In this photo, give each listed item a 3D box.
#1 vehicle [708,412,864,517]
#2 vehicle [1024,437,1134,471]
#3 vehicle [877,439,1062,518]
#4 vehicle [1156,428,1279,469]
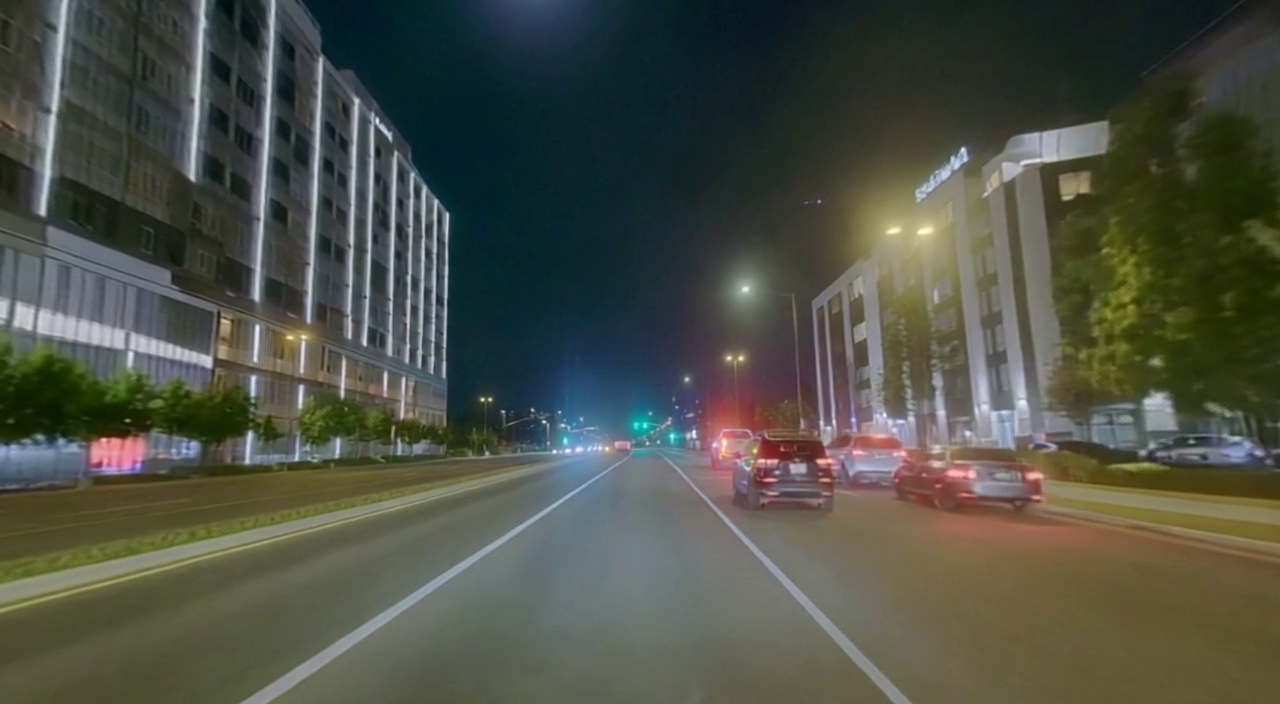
[{"bbox_3d":[2.812,2.334,13.560,2.130,1.787,5.126,0,-8,0],"label":"vehicle"},{"bbox_3d":[20.828,4.845,30.264,1.780,1.474,4.533,0,-8,-4],"label":"vehicle"},{"bbox_3d":[7.016,2.700,14.083,1.795,1.459,4.333,0,-9,0],"label":"vehicle"},{"bbox_3d":[26.283,4.392,28.836,1.887,1.696,4.337,-1,-8,4],"label":"vehicle"}]
